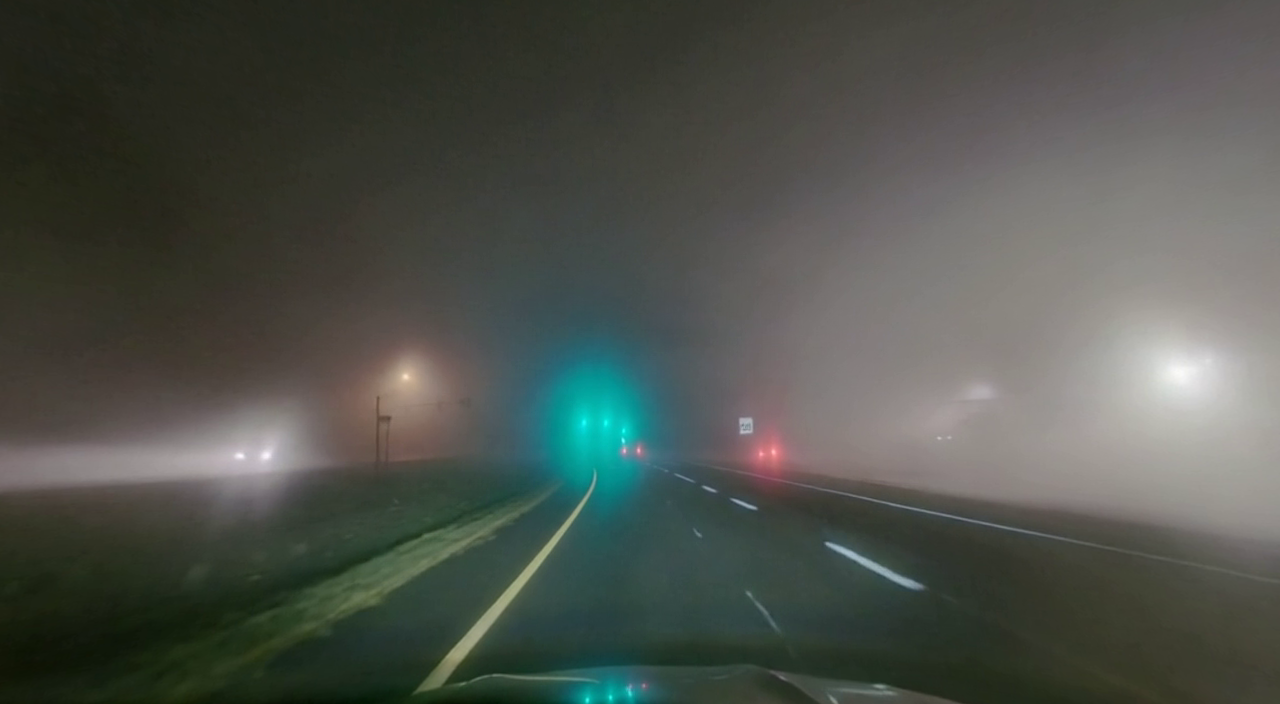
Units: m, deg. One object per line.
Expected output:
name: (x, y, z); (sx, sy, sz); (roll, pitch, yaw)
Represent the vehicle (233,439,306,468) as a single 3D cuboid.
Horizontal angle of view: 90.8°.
vehicle: (-22.229, 6.077, 38.104); (1.905, 1.624, 4.549); (0, -9, -4)
